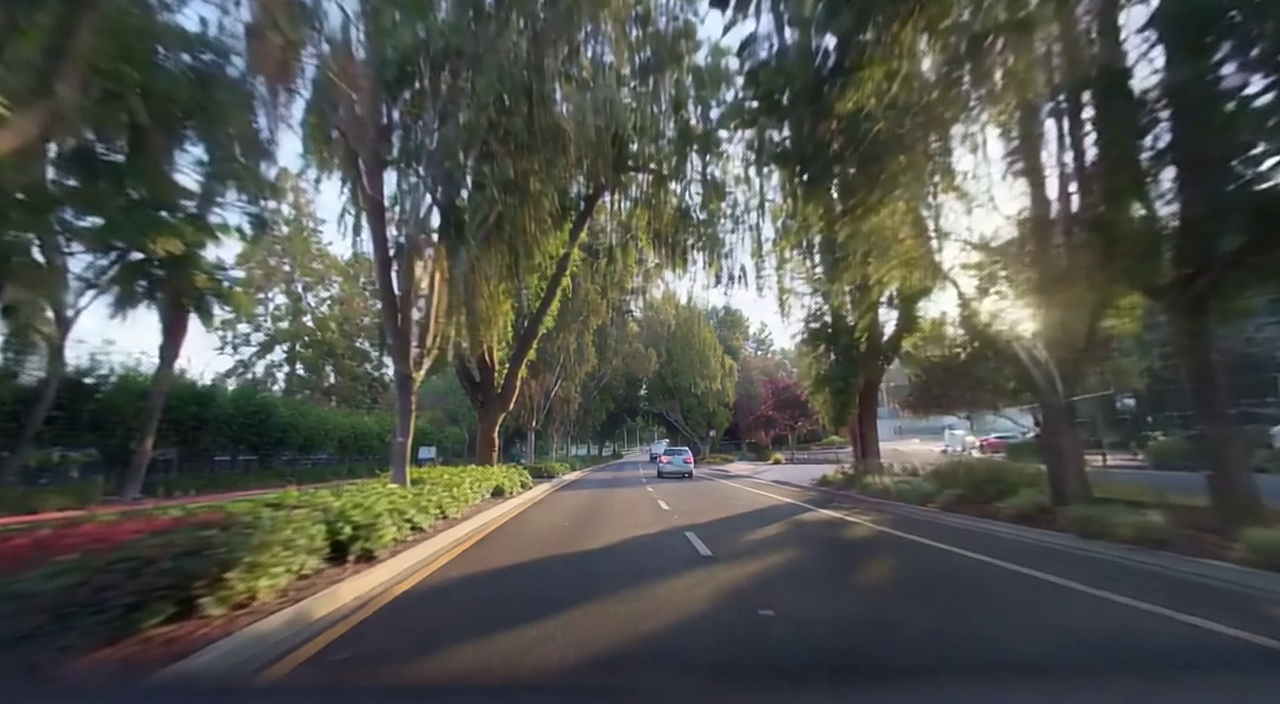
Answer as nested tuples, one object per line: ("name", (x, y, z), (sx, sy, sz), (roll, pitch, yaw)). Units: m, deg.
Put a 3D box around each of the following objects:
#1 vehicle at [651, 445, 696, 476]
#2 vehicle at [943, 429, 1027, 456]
("vehicle", (1.766, 5.918, 34.528), (2.044, 1.537, 4.528), (0, -9, -2))
("vehicle", (27.333, 7.189, 49.995), (5.465, 2.116, 2.004), (0, -9, 0))
